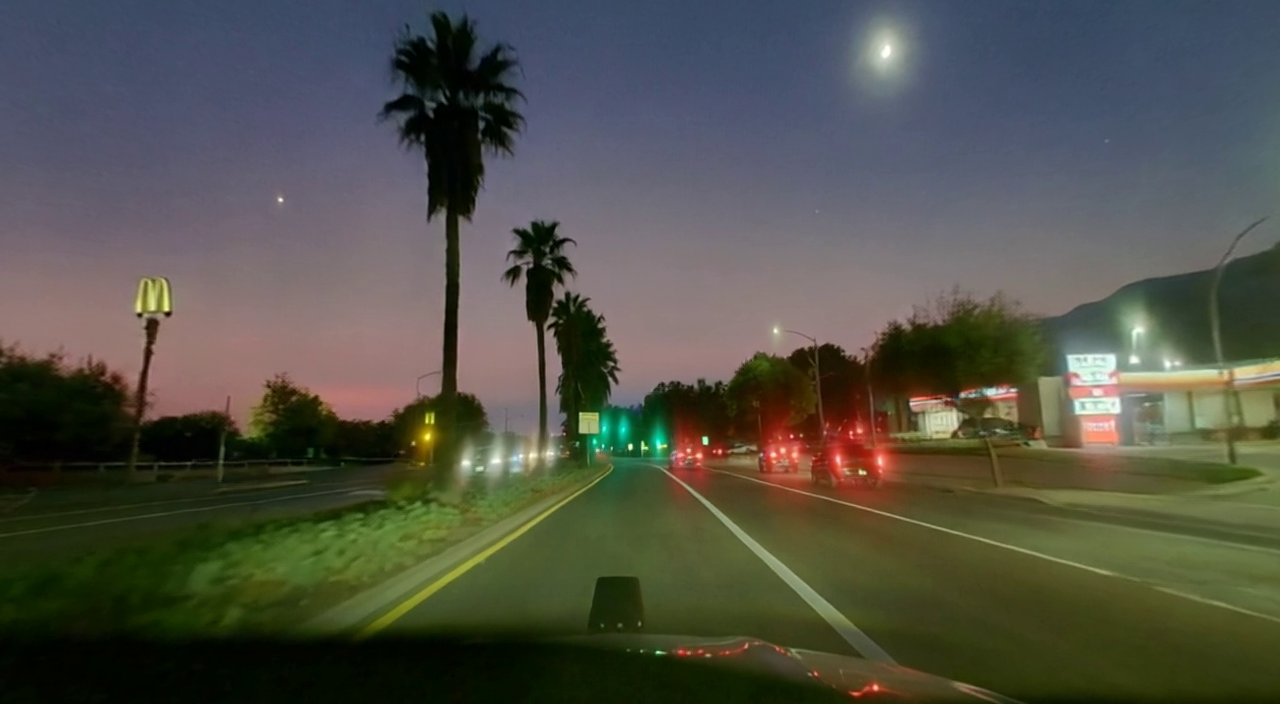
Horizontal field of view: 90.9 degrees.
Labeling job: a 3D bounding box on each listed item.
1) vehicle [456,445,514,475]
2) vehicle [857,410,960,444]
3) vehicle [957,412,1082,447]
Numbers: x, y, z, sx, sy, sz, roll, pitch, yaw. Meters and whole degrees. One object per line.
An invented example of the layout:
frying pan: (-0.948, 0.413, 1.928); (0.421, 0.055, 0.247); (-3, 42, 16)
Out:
vehicle: (-9.328, 6.532, 38.502); (2.361, 1.733, 5.099); (0, -8, -2)
vehicle: (17.991, 5.093, 42.518); (5.817, 1.906, 2.230); (-2, -12, 0)
vehicle: (18.692, 3.882, 31.256); (4.649, 1.662, 2.349); (0, -9, 1)
